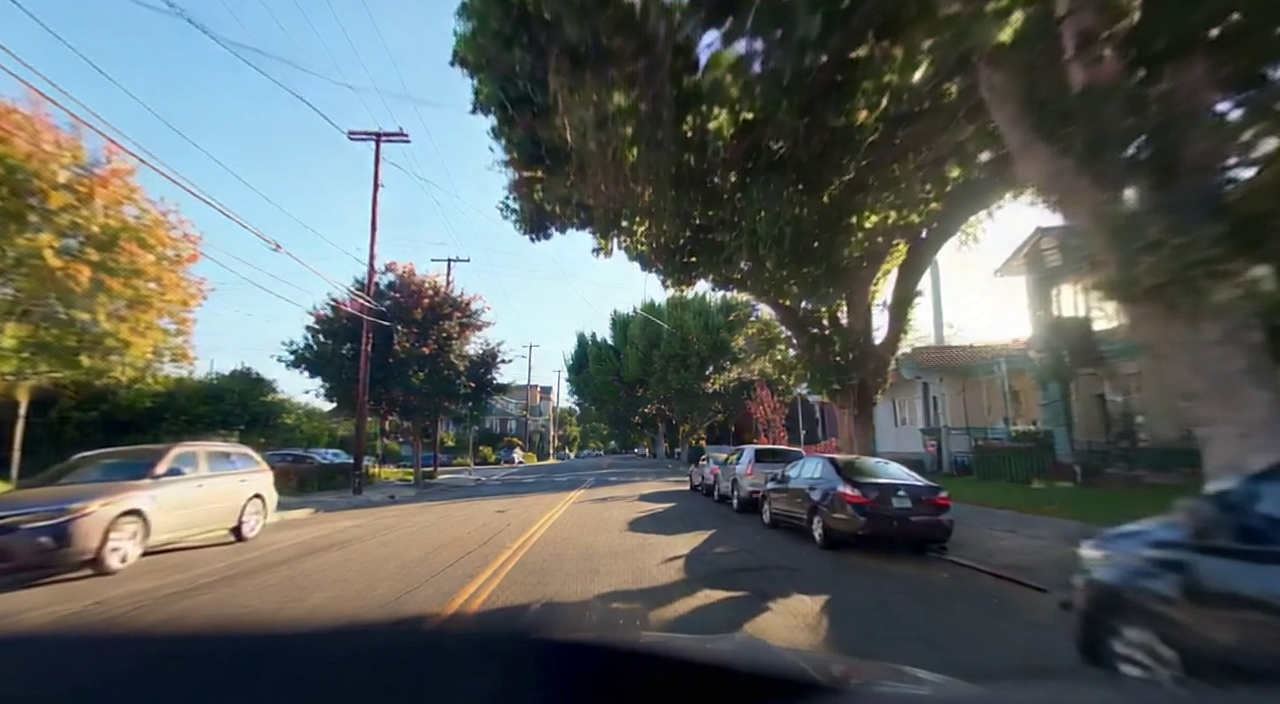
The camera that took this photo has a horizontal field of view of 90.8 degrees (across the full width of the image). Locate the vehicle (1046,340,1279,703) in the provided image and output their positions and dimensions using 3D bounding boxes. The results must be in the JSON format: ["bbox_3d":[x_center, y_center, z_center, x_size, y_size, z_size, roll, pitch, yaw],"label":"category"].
[{"bbox_3d":[3.354,0.713,1.509,1.936,1.756,4.127,0,-9,-1],"label":"vehicle"}]

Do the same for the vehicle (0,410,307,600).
[{"bbox_3d":[-6.724,1.843,8.584,1.992,1.853,4.561,0,-8,-2],"label":"vehicle"}]

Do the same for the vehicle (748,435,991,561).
[{"bbox_3d":[3.294,2.207,10.363,1.895,1.537,4.844,1,-9,-4],"label":"vehicle"}]

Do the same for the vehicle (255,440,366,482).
[{"bbox_3d":[-17.207,5.650,33.140,4.822,1.868,2.015,4,-10,-39],"label":"vehicle"}]
